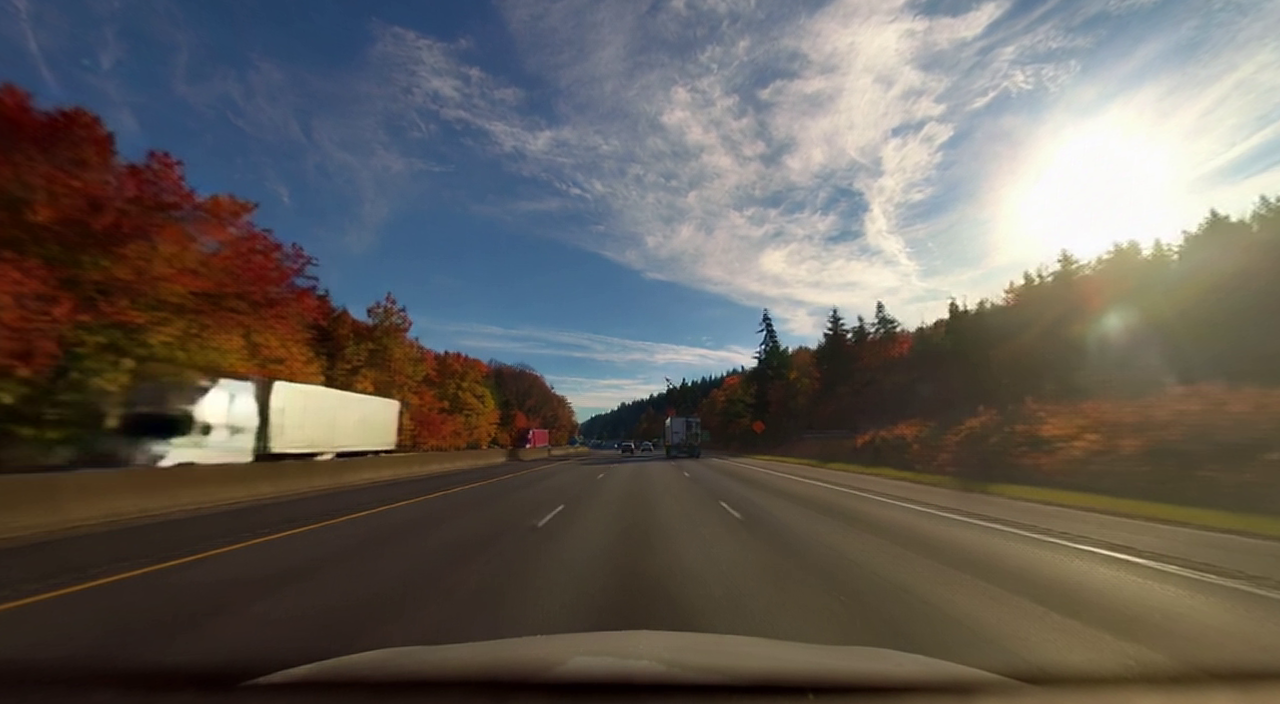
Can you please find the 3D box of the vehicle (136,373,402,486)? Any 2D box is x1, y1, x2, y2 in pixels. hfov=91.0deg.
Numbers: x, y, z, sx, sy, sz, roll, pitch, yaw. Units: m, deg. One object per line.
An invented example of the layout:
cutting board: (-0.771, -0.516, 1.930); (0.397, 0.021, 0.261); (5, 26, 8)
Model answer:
vehicle: (-15.857, 3.769, 29.574); (3.490, 3.984, 14.592); (0, -8, 1)
